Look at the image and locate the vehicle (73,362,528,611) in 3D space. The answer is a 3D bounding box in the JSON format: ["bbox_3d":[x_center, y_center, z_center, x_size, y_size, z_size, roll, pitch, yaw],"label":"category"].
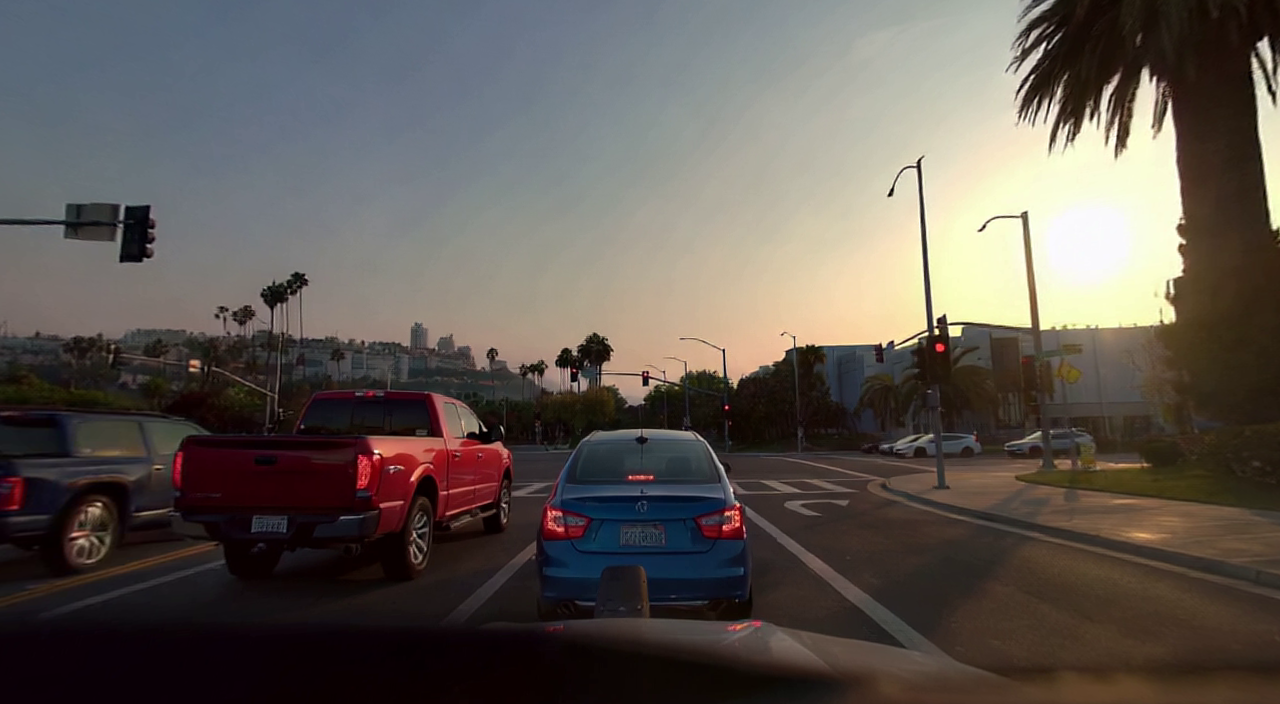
[{"bbox_3d":[-3.241,1.479,7.901,2.330,1.969,5.626,-1,-8,3],"label":"vehicle"}]

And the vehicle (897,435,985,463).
[{"bbox_3d":[18.787,6.070,39.295,4.466,1.717,1.963,0,-8,2],"label":"vehicle"}]

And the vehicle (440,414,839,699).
[{"bbox_3d":[0.025,1.399,5.497,2.122,1.501,4.152,0,-8,1],"label":"vehicle"}]
